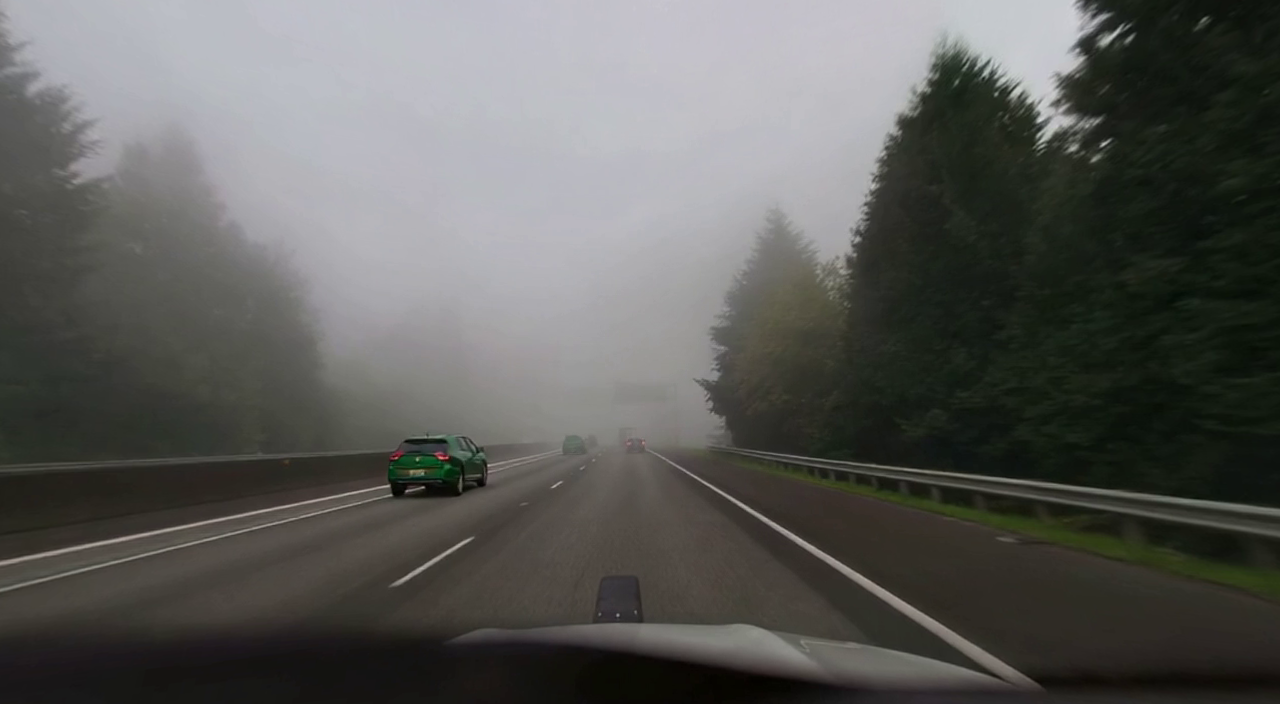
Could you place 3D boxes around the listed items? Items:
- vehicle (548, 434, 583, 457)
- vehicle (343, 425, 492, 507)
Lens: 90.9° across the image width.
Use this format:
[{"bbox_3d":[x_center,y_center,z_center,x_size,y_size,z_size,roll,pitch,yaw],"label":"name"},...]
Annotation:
[{"bbox_3d":[-5.078,6.446,43.537,1.972,1.537,4.173,0,-8,-1],"label":"vehicle"},{"bbox_3d":[-4.625,2.396,13.748,1.959,1.514,3.668,0,-8,-1],"label":"vehicle"}]
